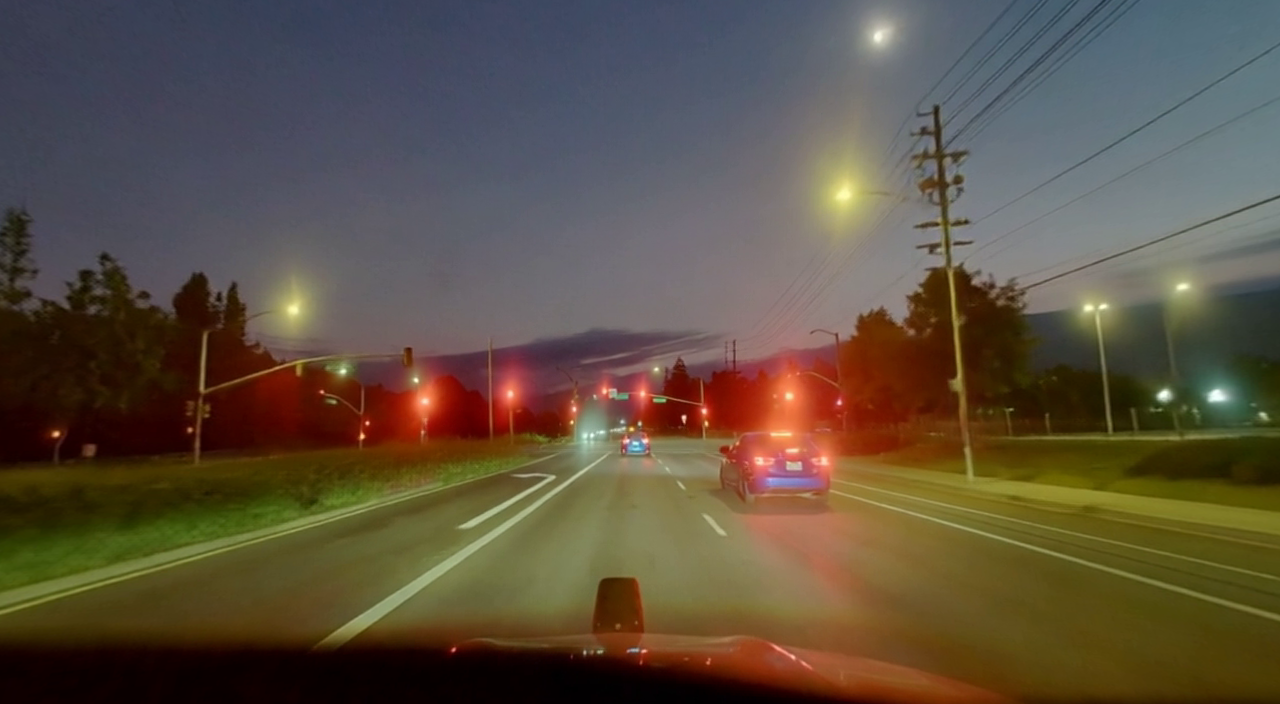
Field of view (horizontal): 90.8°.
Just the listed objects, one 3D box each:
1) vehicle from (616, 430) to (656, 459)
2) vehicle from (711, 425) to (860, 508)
[{"bbox_3d":[-0.222,5.106,34.988,2.110,1.466,3.860,0,-8,-1],"label":"vehicle"},{"bbox_3d":[2.795,2.313,13.262,2.004,1.448,4.263,0,-8,-2],"label":"vehicle"}]
